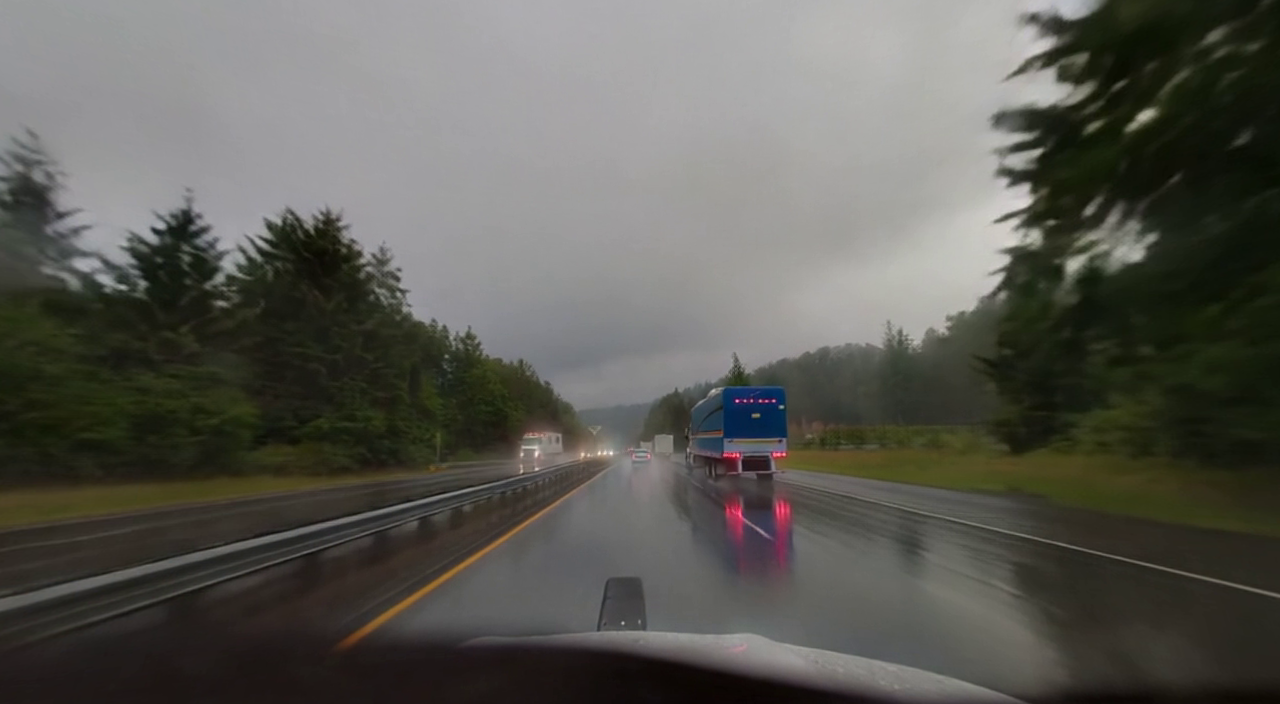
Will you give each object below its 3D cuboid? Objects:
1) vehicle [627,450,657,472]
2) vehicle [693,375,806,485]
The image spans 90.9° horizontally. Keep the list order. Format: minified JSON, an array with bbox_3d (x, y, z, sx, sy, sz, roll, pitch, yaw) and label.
[{"bbox_3d":[0.129,7.334,42.629,1.926,1.386,3.615,0,-9,0],"label":"vehicle"},{"bbox_3d":[4.678,4.042,30.843,2.939,4.129,14.300,0,-9,0],"label":"vehicle"}]
